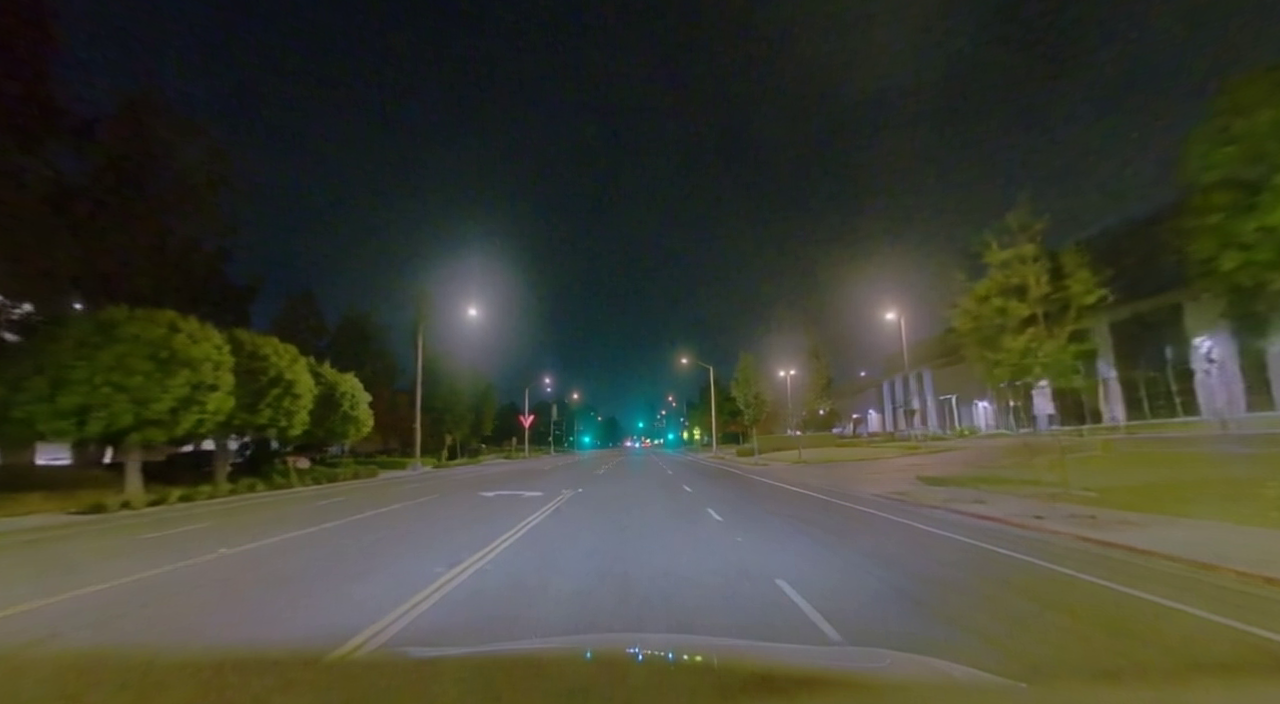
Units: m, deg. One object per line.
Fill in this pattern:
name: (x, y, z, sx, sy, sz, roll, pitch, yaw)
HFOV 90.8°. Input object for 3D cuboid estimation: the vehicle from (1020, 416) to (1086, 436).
vehicle: (32.516, 5.867, 49.821, 3.904, 1.508, 1.724, -1, -9, 1)

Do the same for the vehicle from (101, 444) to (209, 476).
vehicle: (-28.378, 6.306, 37.060, 4.626, 1.753, 2.054, 0, -8, 1)

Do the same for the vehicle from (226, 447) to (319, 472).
vehicle: (-23.271, 6.834, 40.117, 4.686, 1.495, 1.879, 0, -8, 1)
